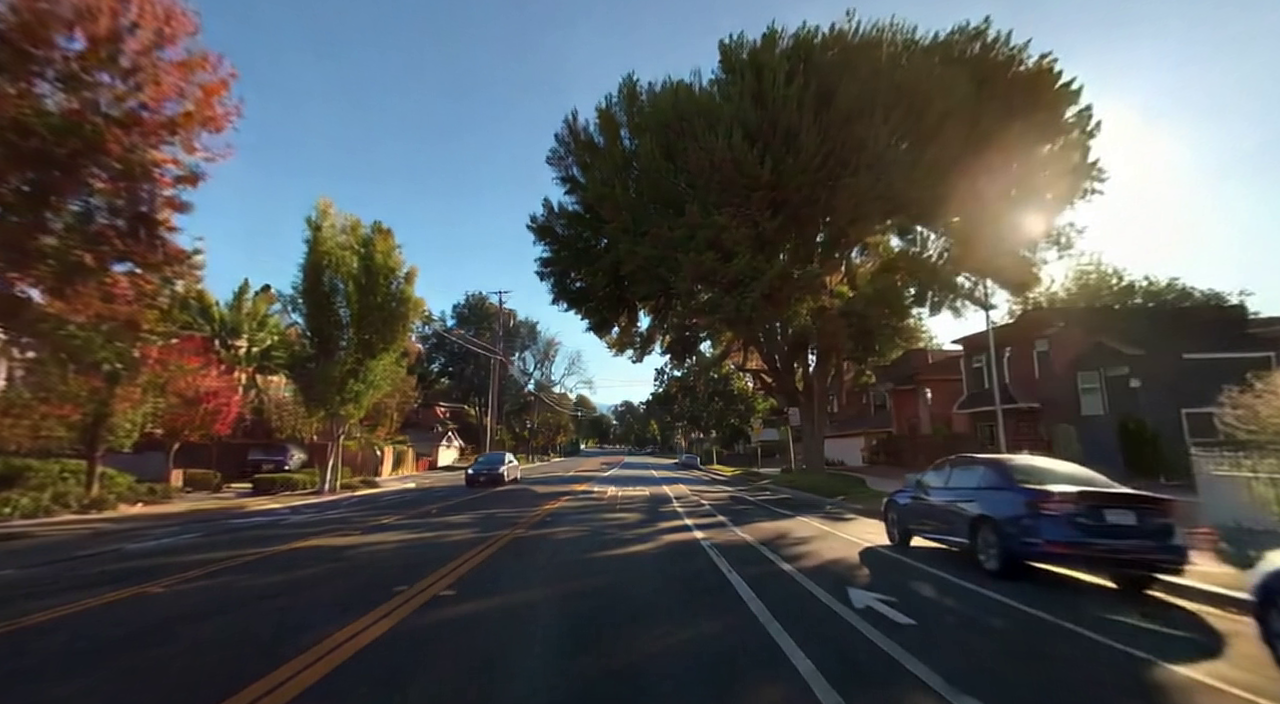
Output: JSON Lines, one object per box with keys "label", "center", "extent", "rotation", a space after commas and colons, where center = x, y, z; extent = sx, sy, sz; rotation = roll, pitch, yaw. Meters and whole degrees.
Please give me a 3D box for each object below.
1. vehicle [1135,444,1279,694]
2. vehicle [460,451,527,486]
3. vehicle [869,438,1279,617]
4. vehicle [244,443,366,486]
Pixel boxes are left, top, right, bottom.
{"label": "vehicle", "center": [5.124, 1.259, 3.095], "extent": [1.891, 1.611, 4.269], "rotation": [0, -9, 0]}
{"label": "vehicle", "center": [-6.832, 5.464, 30.058], "extent": [2.057, 1.495, 4.592], "rotation": [0, -9, 1]}
{"label": "vehicle", "center": [5.076, 1.978, 8.240], "extent": [2.349, 1.632, 4.594], "rotation": [0, -9, -1]}
{"label": "vehicle", "center": [-16.530, 5.538, 31.429], "extent": [5.125, 1.941, 2.086], "rotation": [4, -10, -27]}
